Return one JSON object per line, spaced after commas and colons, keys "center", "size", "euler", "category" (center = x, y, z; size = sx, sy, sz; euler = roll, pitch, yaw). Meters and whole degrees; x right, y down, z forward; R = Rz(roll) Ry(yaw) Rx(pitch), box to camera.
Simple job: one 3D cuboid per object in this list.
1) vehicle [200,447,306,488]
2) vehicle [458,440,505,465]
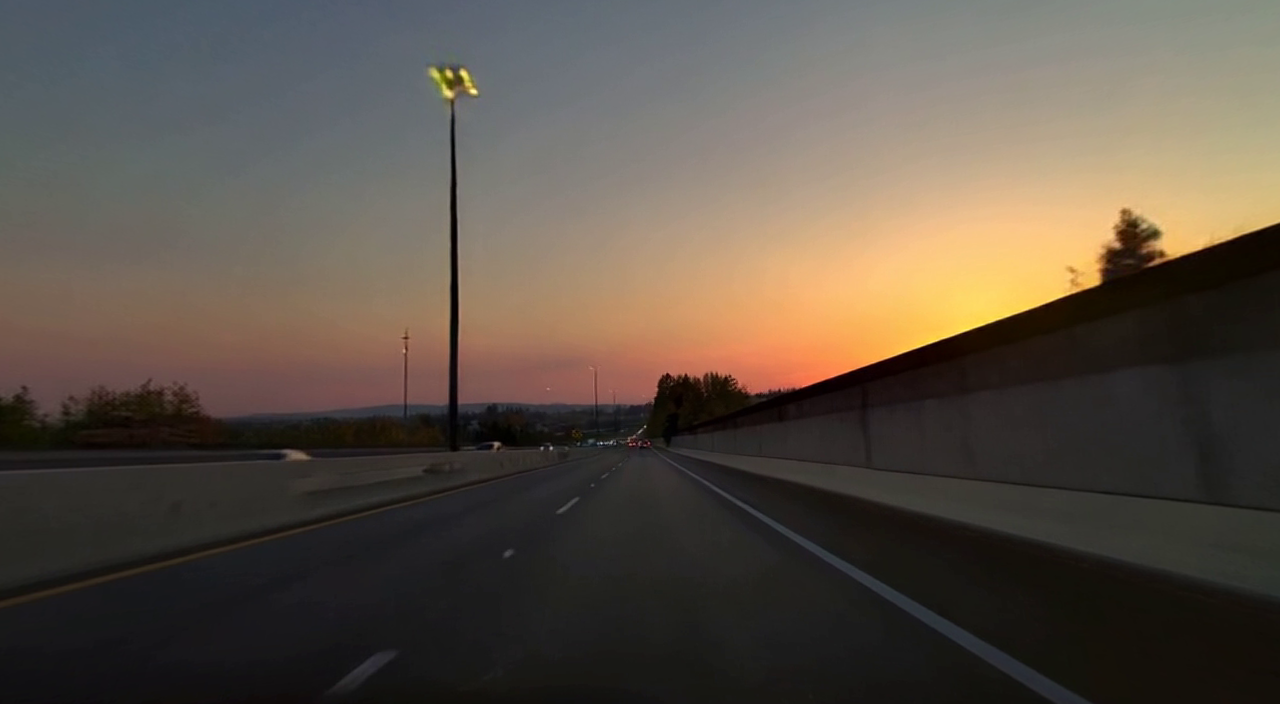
{"center": [-16.024, 4.778, 26.320], "size": [1.825, 1.537, 4.025], "euler": [0, -8, 1], "category": "vehicle"}
{"center": [-11.506, 7.298, 46.019], "size": [2.044, 1.690, 5.155], "euler": [0, -8, 0], "category": "vehicle"}
